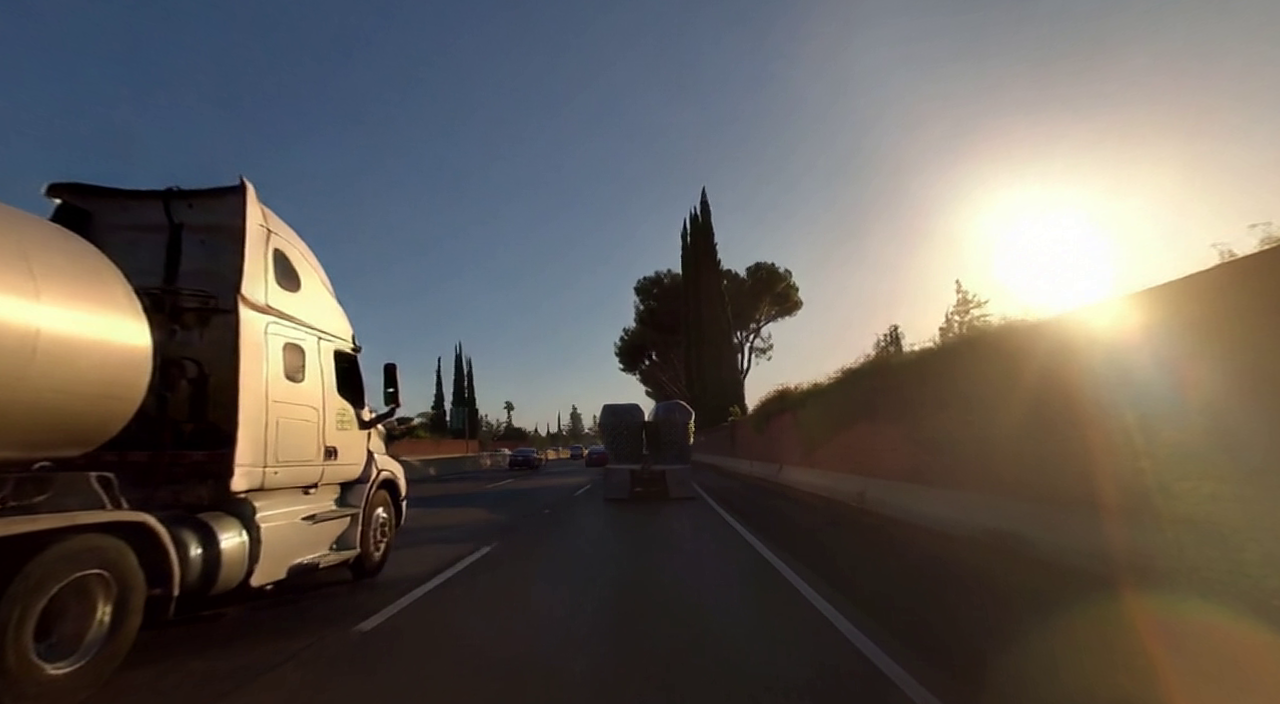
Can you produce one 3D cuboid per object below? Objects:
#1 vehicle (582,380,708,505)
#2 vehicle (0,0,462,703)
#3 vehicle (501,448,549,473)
[{"bbox_3d":[-0.241,2.865,20.020,2.798,3.071,8.412,1,-8,-8],"label":"vehicle"},{"bbox_3d":[-4.086,0.243,5.776,2.998,3.992,5.800,0,-8,1],"label":"vehicle"},{"bbox_3d":[-7.061,6.701,39.262,2.006,1.458,4.700,0,-8,2],"label":"vehicle"}]
